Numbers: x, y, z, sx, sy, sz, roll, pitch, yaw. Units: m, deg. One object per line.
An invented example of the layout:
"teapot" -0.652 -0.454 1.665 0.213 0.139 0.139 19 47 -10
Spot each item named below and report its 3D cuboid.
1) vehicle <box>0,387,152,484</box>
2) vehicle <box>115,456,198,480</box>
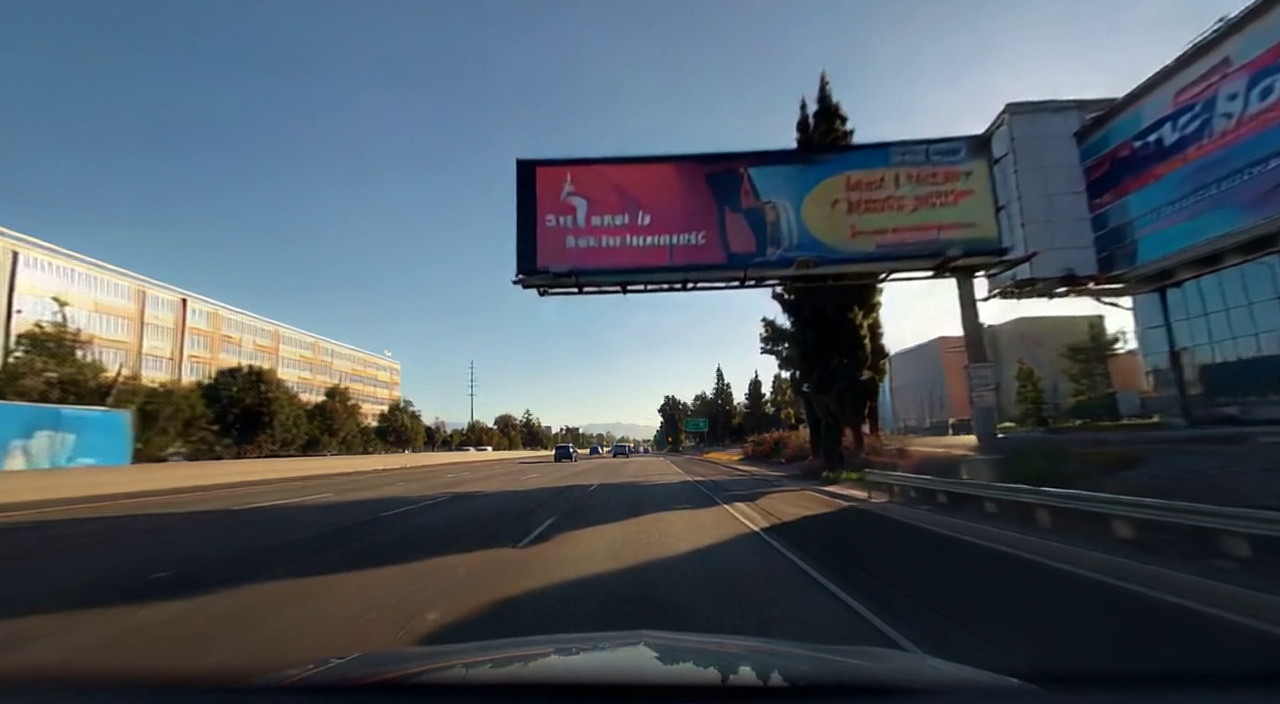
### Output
"vehicle" -28.239 3.489 26.305 2.907 4.026 15.848 0 -8 1
"vehicle" -31.805 7.606 41.658 1.832 1.441 4.503 0 -9 0
